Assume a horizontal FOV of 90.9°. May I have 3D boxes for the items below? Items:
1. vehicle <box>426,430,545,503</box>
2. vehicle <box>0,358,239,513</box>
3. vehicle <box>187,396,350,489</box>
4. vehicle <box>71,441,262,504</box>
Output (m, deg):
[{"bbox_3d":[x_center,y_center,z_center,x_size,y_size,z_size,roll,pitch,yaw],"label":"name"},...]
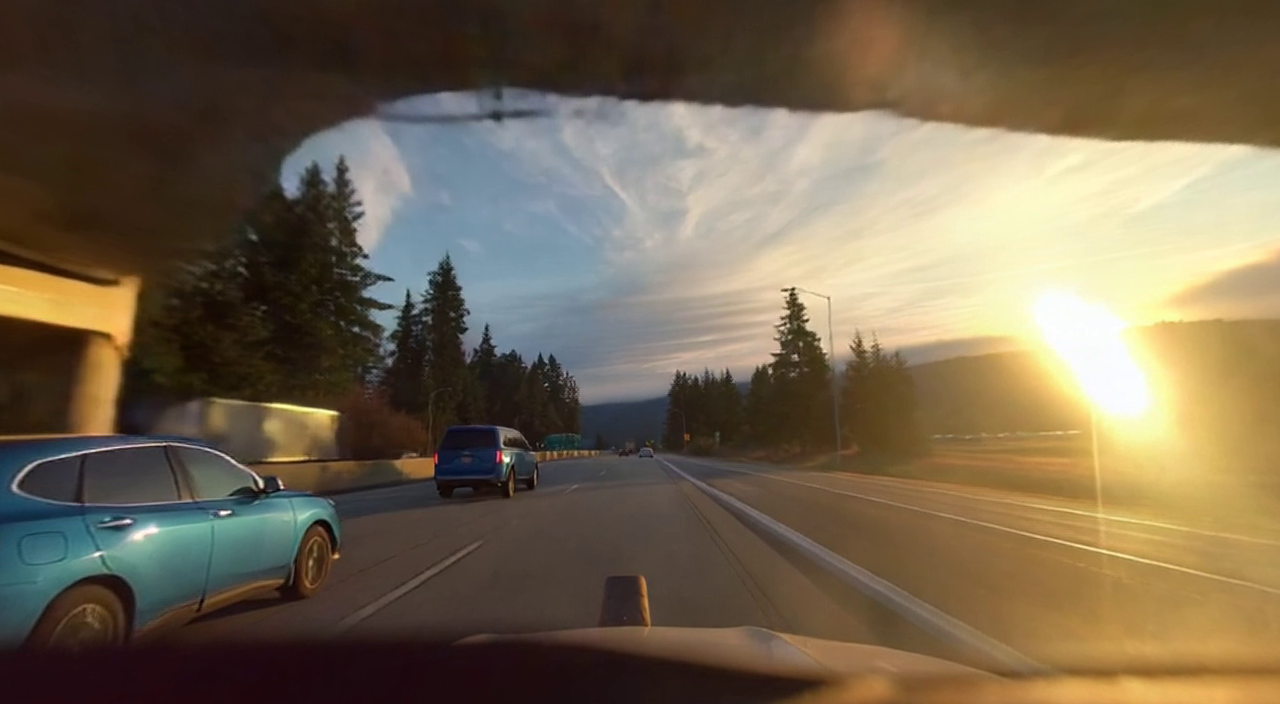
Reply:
[{"bbox_3d":[-4.100,3.102,17.594,2.084,1.752,4.479,0,-8,1],"label":"vehicle"},{"bbox_3d":[-17.942,2.785,20.472,2.967,3.942,10.400,0,-8,0],"label":"vehicle"},{"bbox_3d":[-17.820,4.466,31.181,2.829,3.952,8.217,0,-8,1],"label":"vehicle"},{"bbox_3d":[-13.364,3.377,18.289,1.804,1.556,4.752,0,-8,0],"label":"vehicle"}]
